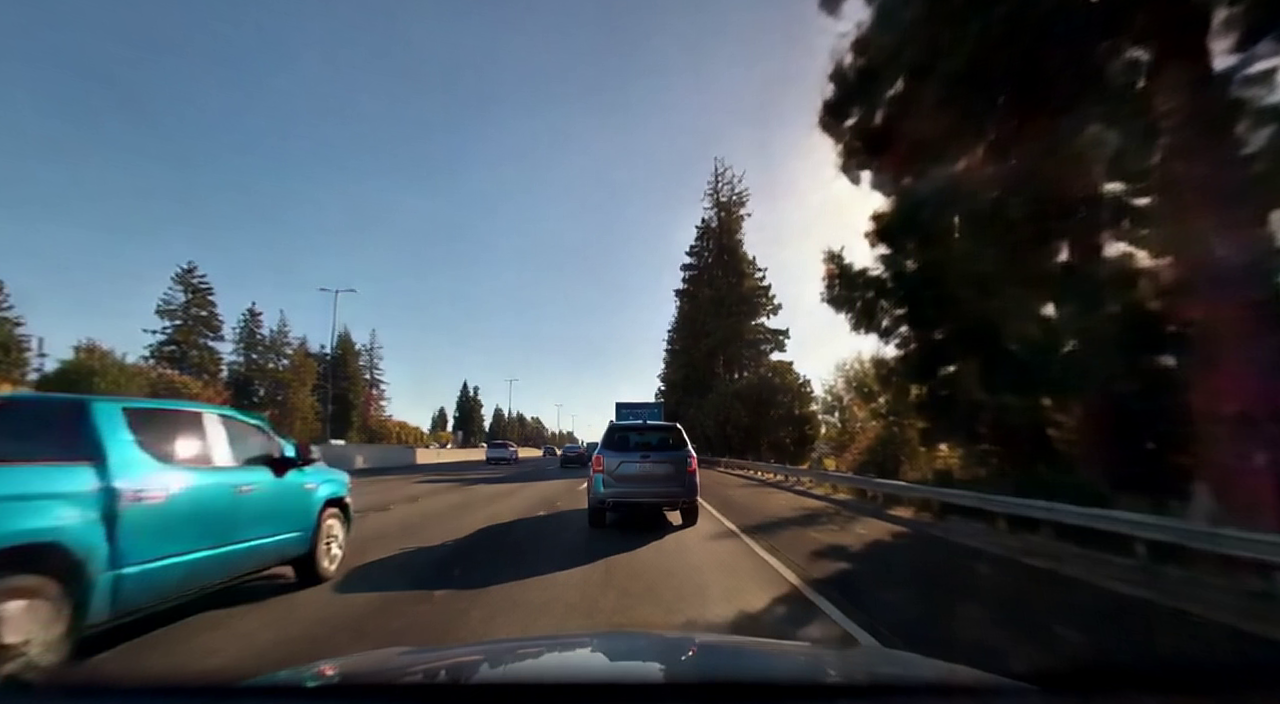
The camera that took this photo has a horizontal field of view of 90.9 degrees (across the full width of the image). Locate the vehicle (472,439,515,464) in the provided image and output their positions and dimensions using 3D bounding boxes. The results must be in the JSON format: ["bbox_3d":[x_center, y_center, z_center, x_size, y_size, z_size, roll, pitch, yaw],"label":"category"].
[{"bbox_3d":[-10.724,7.325,46.537,2.009,1.771,4.540,0,-8,1],"label":"vehicle"}]

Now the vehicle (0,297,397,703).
[{"bbox_3d":[-4.091,0.970,4.348,2.486,1.962,5.525,0,-8,2],"label":"vehicle"}]

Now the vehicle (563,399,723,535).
[{"bbox_3d":[0.020,2.076,11.896,2.395,2.013,4.734,0,-8,-1],"label":"vehicle"}]
